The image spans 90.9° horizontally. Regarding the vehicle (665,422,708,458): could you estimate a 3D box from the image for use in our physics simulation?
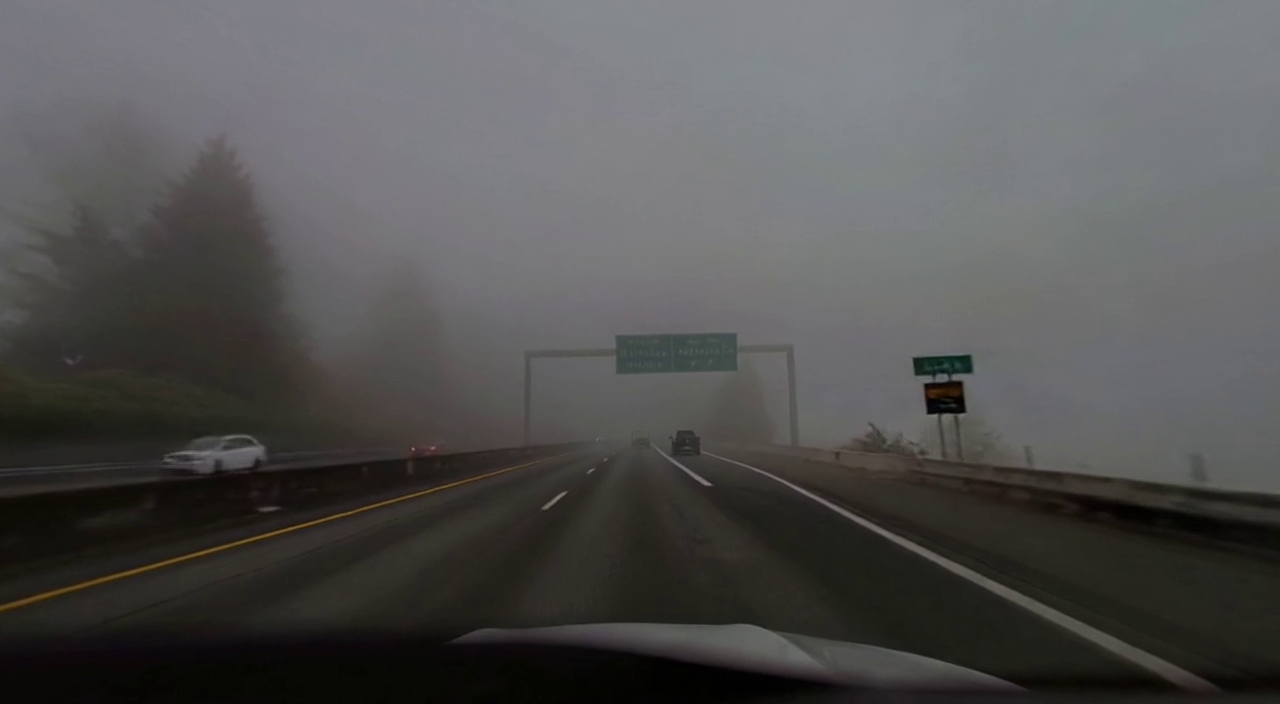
[{"bbox_3d":[3.100,5.991,42.931,2.450,2.314,4.753,0,-8,-1],"label":"vehicle"}]

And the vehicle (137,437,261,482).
[{"bbox_3d":[-15.418,3.743,22.296,1.727,1.439,3.695,0,-8,-1],"label":"vehicle"}]
